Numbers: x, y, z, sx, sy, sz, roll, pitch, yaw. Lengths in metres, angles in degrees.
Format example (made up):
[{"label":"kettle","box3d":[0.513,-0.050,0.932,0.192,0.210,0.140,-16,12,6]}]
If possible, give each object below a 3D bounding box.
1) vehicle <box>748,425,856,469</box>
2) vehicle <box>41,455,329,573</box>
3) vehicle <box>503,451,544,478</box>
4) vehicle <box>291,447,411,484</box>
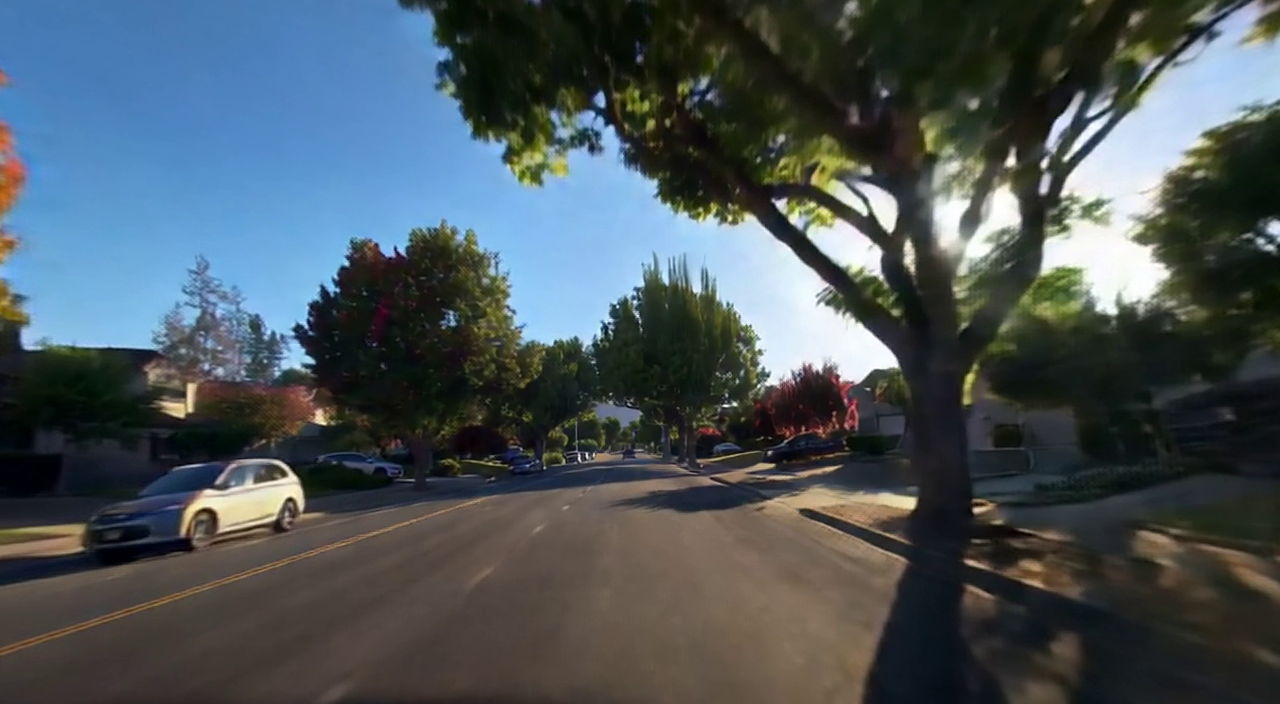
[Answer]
[{"label":"vehicle","box3d":[8.805,5.197,34.609,5.221,1.958,1.992,-4,-9,0]},{"label":"vehicle","box3d":[-7.632,2.685,11.337,1.919,1.492,4.547,-5,-9,-1]},{"label":"vehicle","box3d":[-7.825,7.598,42.847,1.973,1.500,4.781,-5,-9,-2]},{"label":"vehicle","box3d":[-14.414,5.650,31.733,4.995,1.760,1.988,0,-9,-3]}]
